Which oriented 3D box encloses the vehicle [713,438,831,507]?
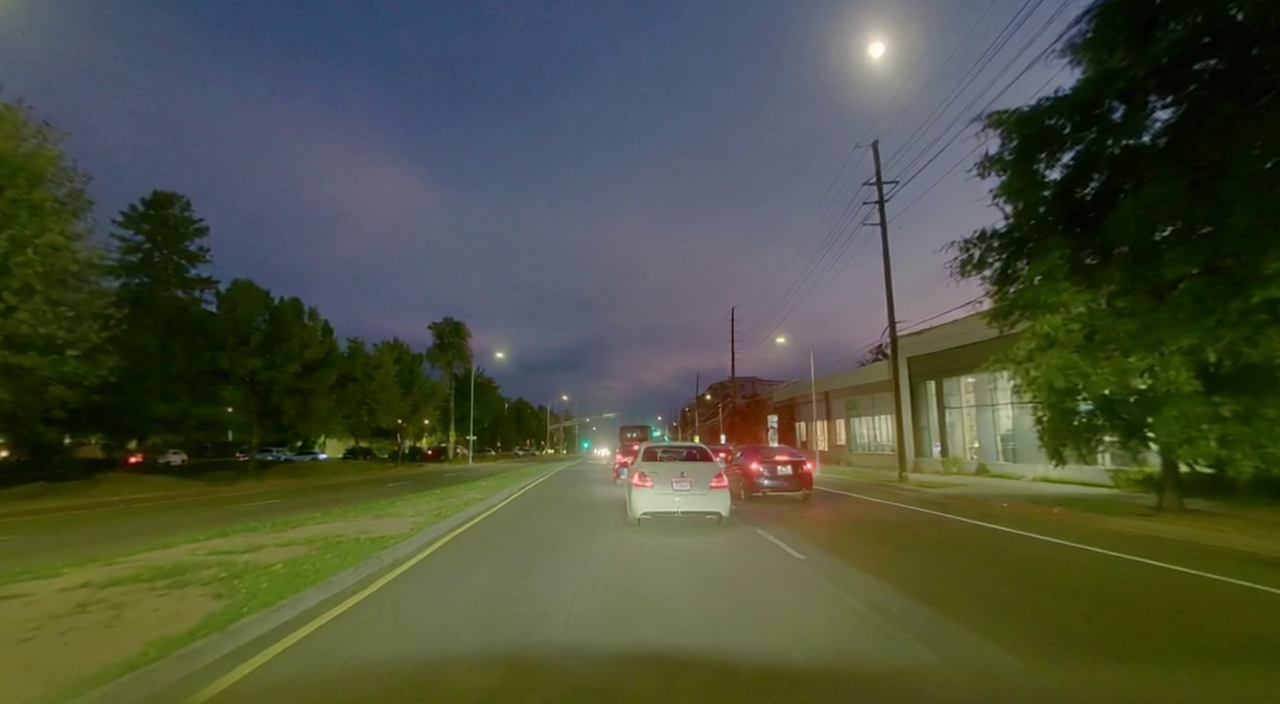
[{"bbox_3d":[3.148,2.950,15.919,1.985,1.489,4.036,0,-8,-2],"label":"vehicle"}]

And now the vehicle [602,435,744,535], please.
[{"bbox_3d":[0.419,2.307,11.574,2.144,1.473,4.028,0,-8,-2],"label":"vehicle"}]
